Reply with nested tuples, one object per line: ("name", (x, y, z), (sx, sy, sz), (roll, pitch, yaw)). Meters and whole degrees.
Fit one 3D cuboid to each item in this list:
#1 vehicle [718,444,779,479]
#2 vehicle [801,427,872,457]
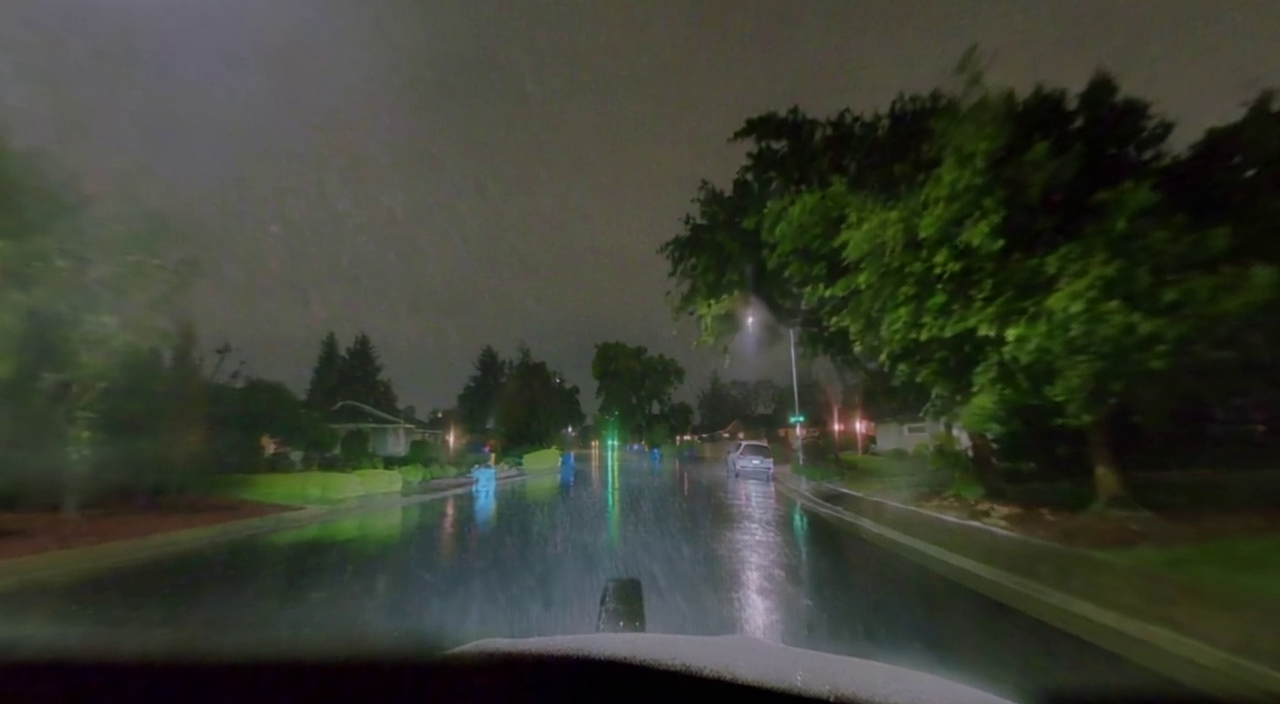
("vehicle", (5.081, 5.212, 30.320), (2.088, 1.522, 4.449), (0, -9, 0))
("vehicle", (14.298, 6.580, 46.089), (4.421, 1.703, 1.927), (-5, -8, -5))
